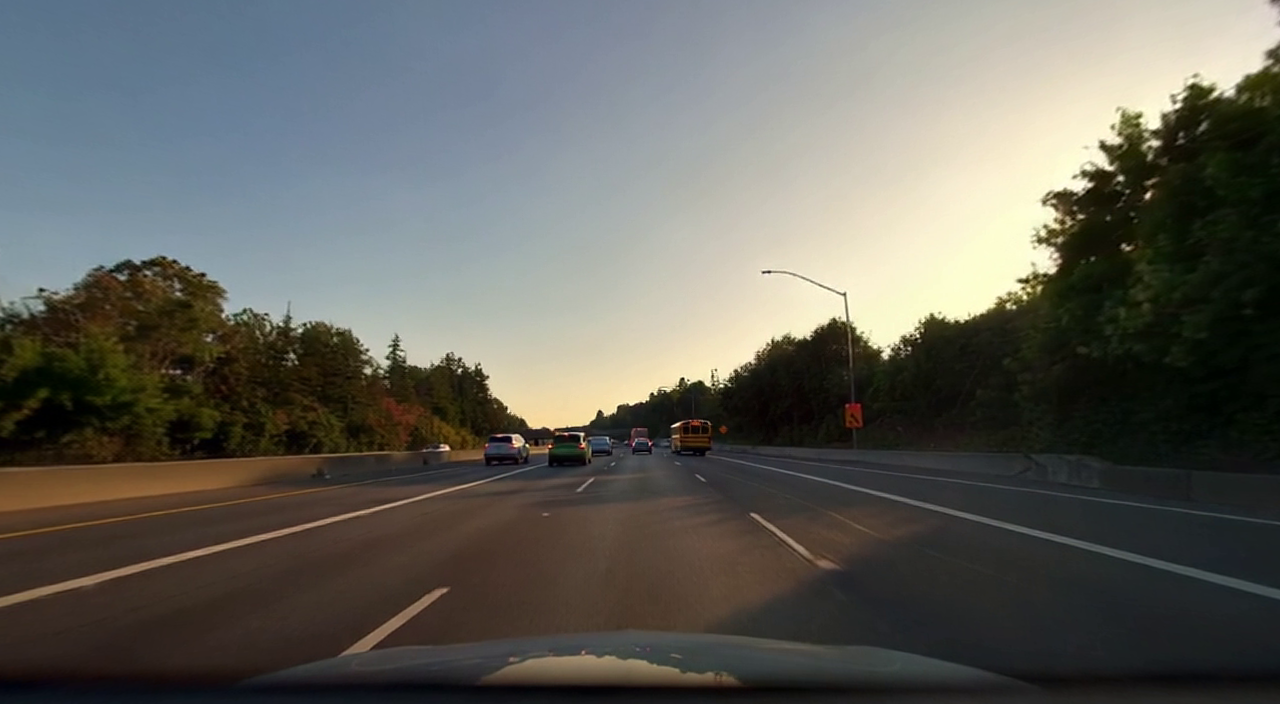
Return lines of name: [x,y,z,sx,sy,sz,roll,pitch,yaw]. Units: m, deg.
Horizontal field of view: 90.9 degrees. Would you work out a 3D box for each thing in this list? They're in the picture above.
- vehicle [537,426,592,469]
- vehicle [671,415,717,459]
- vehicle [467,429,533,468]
vehicle: [-3.508,4.564,30.199,2.016,1.898,4.458,0,-8,1]
vehicle: [3.655,6.056,44.439,2.573,2.828,6.754,0,-8,-1]
vehicle: [-7.219,5.048,33.163,2.217,1.870,5.075,0,-8,1]
